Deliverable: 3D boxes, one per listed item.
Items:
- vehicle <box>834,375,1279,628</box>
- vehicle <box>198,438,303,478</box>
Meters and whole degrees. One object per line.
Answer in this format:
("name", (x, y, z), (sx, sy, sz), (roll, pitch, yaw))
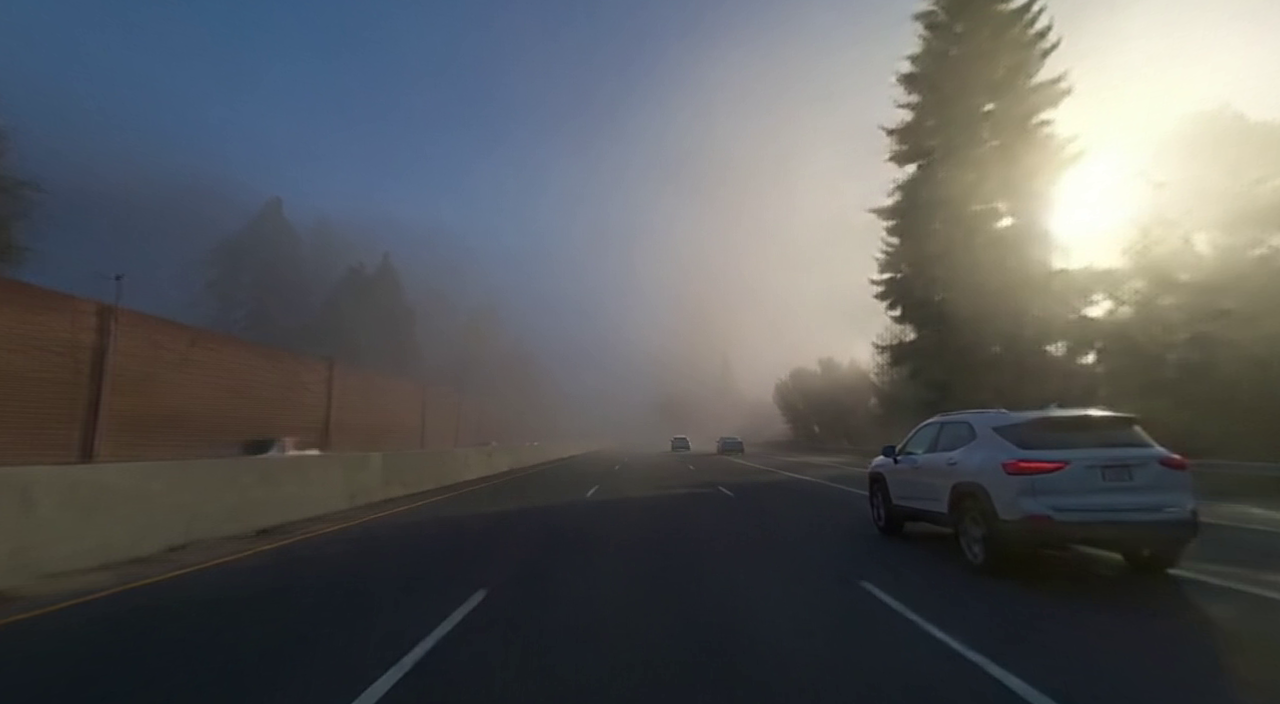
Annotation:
("vehicle", (3.964, 1.393, 6.859), (2.190, 1.783, 4.637), (0, -8, -1))
("vehicle", (-18.027, 4.918, 29.514), (1.953, 1.675, 4.524), (0, -8, 1))
